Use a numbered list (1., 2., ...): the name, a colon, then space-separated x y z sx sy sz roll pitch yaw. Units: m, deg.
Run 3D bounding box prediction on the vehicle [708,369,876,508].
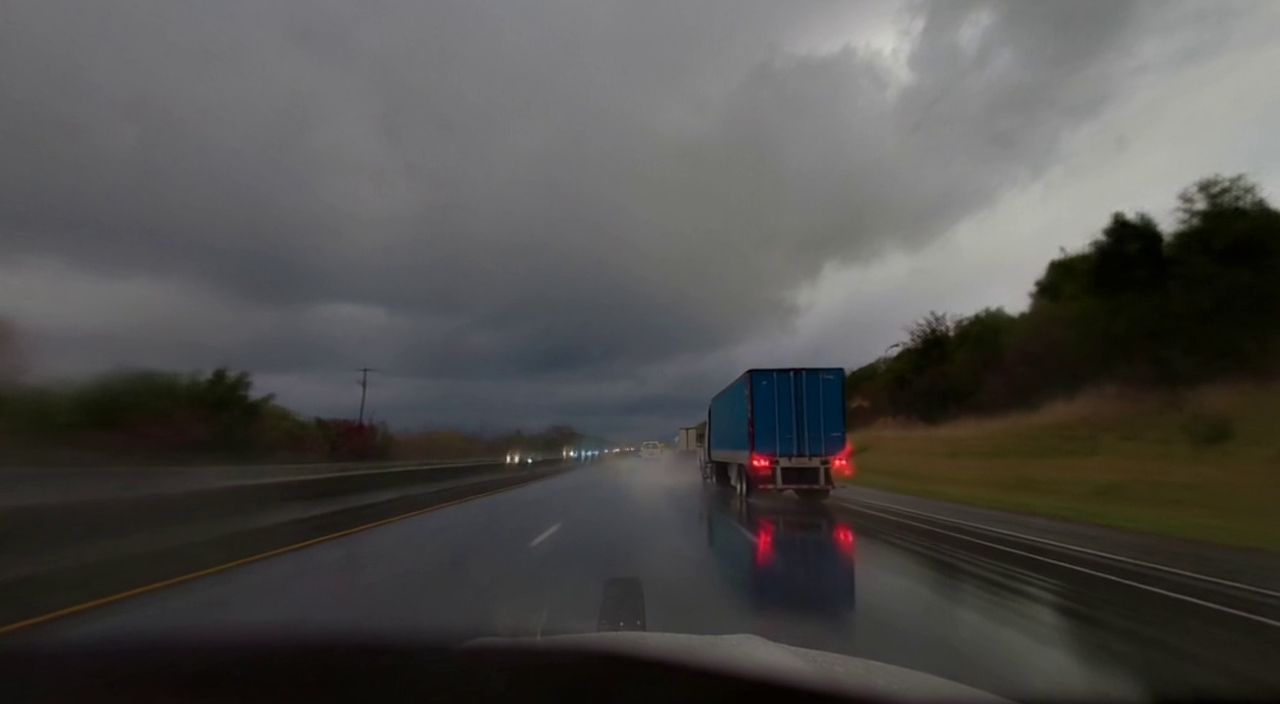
1. vehicle: 4.181 2.772 19.898 2.960 3.381 8.914 0 -9 -1
